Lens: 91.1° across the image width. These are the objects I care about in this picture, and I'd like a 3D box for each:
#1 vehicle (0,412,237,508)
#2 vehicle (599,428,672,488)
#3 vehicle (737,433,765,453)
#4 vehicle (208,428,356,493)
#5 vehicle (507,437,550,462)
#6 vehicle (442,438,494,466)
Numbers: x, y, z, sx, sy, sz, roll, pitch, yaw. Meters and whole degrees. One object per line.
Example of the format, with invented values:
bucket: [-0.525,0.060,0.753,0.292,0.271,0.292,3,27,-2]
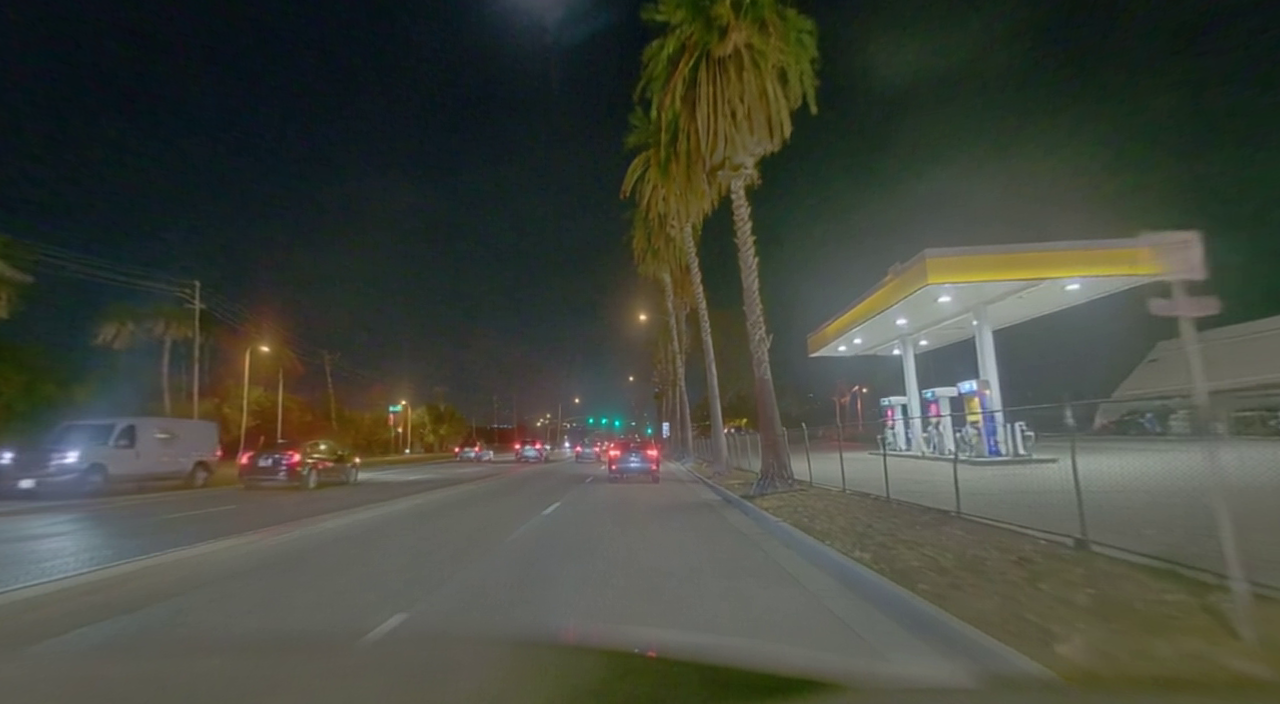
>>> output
vehicle: [-15.404,3.119,18.649,2.726,2.339,6.253,0,-9,-1]
vehicle: [-0.102,3.371,20.201,2.121,1.710,3.893,0,-9,1]
vehicle: [7.979,6.583,45.341,1.837,1.416,3.947,-1,-9,9]
vehicle: [-10.724,3.267,19.265,1.965,1.743,4.327,0,-9,0]
vehicle: [-7.478,6.574,42.476,2.099,1.608,4.420,0,-9,0]
vehicle: [-11.136,6.508,41.055,1.998,1.731,4.952,0,-9,0]
